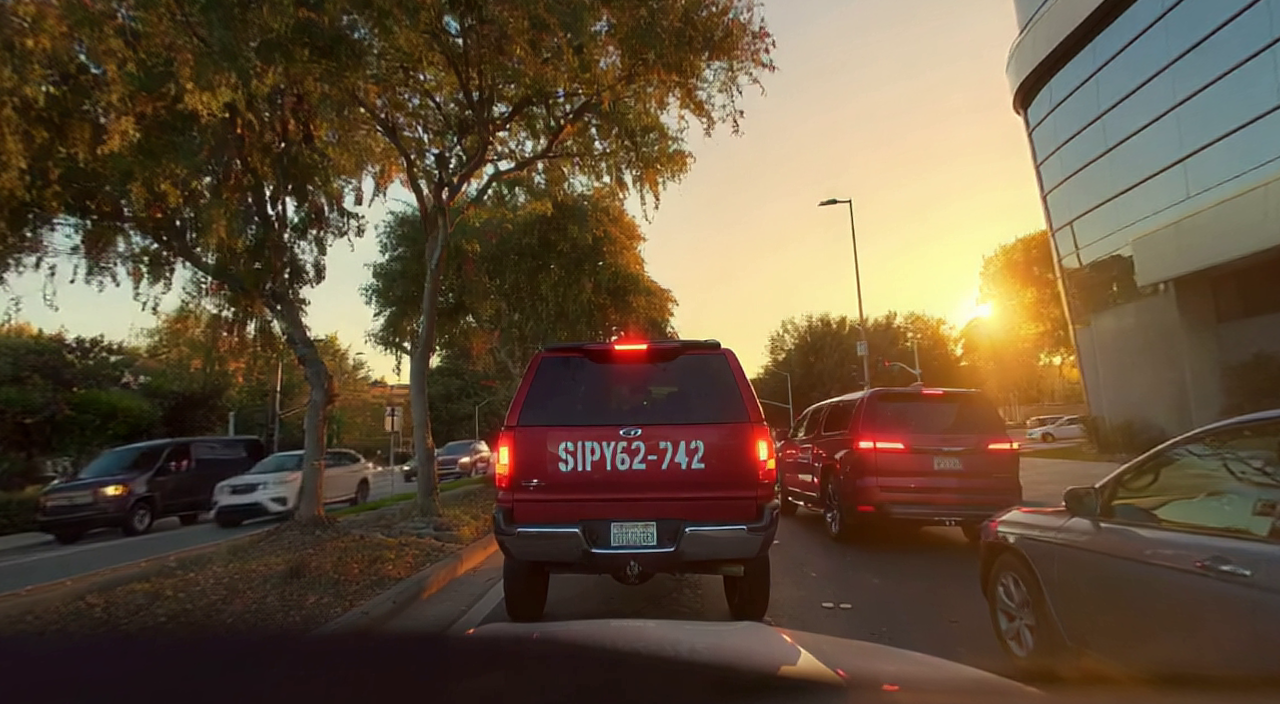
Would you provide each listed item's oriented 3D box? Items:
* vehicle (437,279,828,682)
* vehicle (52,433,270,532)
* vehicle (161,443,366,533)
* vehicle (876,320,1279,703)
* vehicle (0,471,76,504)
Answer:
[{"bbox_3d":[0.013,1.042,5.979,2.267,2.372,4.366,0,-8,2],"label":"vehicle"},{"bbox_3d":[-16.069,4.342,21.896,2.741,2.730,6.221,-4,-8,0],"label":"vehicle"},{"bbox_3d":[-9.011,3.225,15.772,2.128,1.868,4.863,0,-8,0],"label":"vehicle"},{"bbox_3d":[3.075,0.987,3.466,2.022,1.700,4.410,0,-8,3],"label":"vehicle"},{"bbox_3d":[-37.606,8.253,38.233,1.782,1.637,4.728,-8,-9,19],"label":"vehicle"}]
